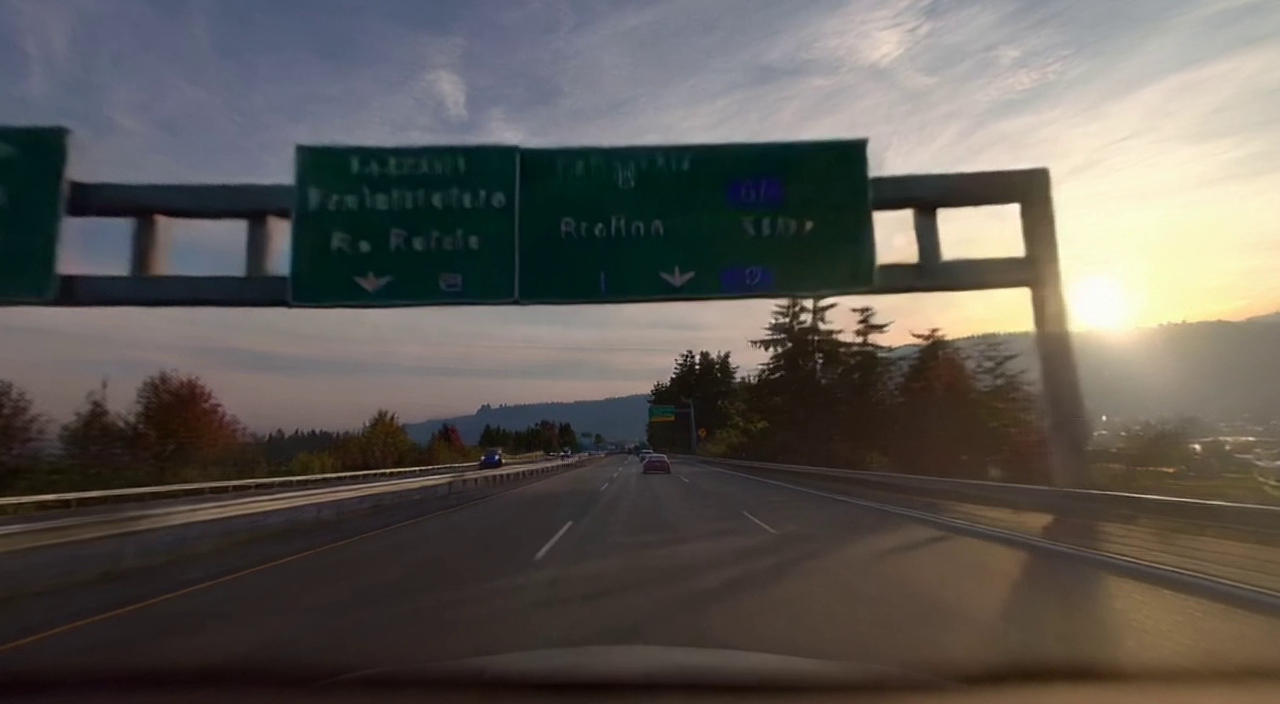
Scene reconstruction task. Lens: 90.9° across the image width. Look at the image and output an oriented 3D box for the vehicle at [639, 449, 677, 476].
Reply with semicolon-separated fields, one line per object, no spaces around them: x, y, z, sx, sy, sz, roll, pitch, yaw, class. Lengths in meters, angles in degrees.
0.985;6.396;36.643;2.036;1.457;3.471;0;-9;-1;vehicle
